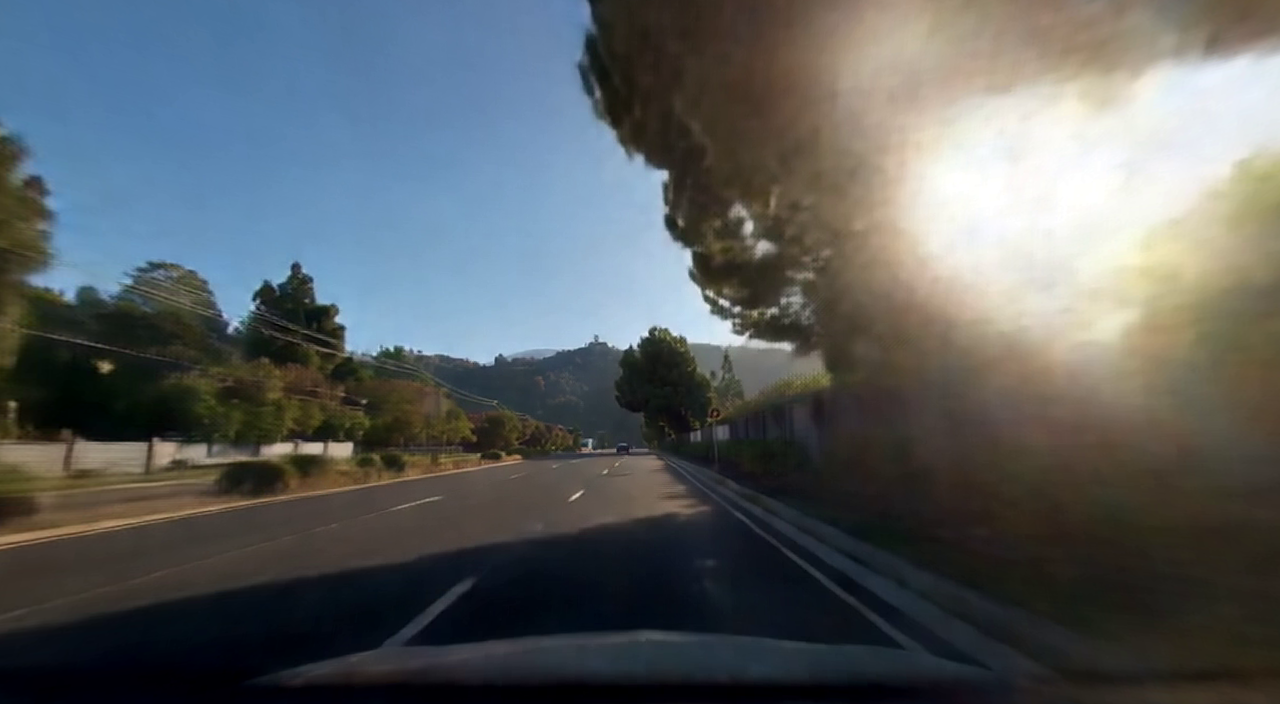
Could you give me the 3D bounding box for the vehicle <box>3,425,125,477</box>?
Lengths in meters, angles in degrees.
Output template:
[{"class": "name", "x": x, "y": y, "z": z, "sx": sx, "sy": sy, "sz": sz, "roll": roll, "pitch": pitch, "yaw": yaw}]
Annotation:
[{"class": "vehicle", "x": -43.368, "y": 7.460, "z": 47.695, "sx": 2.985, "sy": 3.593, "sz": 6.643, "roll": 1, "pitch": -8, "yaw": -3}]
